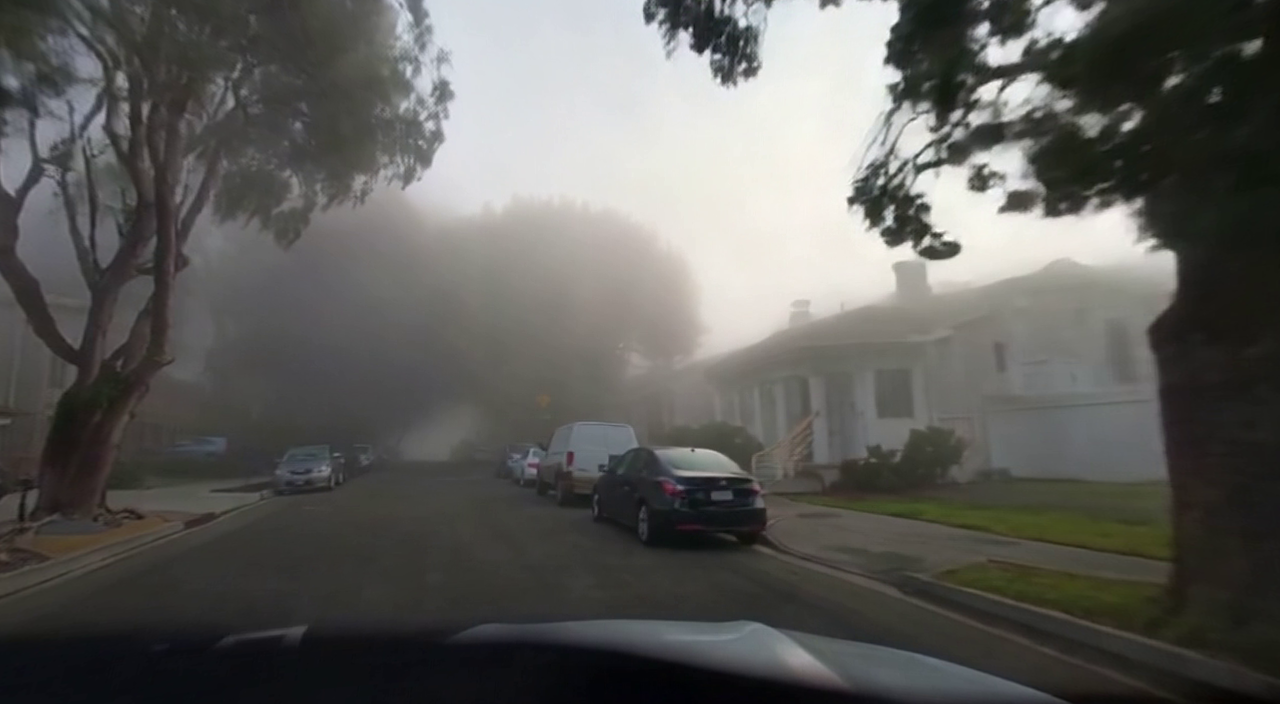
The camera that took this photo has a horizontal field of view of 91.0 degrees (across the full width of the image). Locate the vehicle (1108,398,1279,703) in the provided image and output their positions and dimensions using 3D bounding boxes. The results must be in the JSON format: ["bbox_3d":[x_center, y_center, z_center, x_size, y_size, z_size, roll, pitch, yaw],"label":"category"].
[{"bbox_3d":[4.790,1.108,3.289,4.030,1.648,1.827,4,-9,-23],"label":"vehicle"}]

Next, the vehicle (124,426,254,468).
[{"bbox_3d":[-19.457,4.080,27.387,4.153,1.550,2.029,3,-2,-20],"label":"vehicle"}]

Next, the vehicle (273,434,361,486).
[{"bbox_3d":[-10.724,3.592,21.249,1.908,1.493,4.806,6,-10,-19],"label":"vehicle"}]

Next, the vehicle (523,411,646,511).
[{"bbox_3d":[-1.605,2.619,16.211,1.993,2.129,4.893,2,-6,-19],"label":"vehicle"}]

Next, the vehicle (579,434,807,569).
[{"bbox_3d":[0.501,2.083,9.876,1.828,1.442,4.476,2,-6,-20],"label":"vehicle"}]
